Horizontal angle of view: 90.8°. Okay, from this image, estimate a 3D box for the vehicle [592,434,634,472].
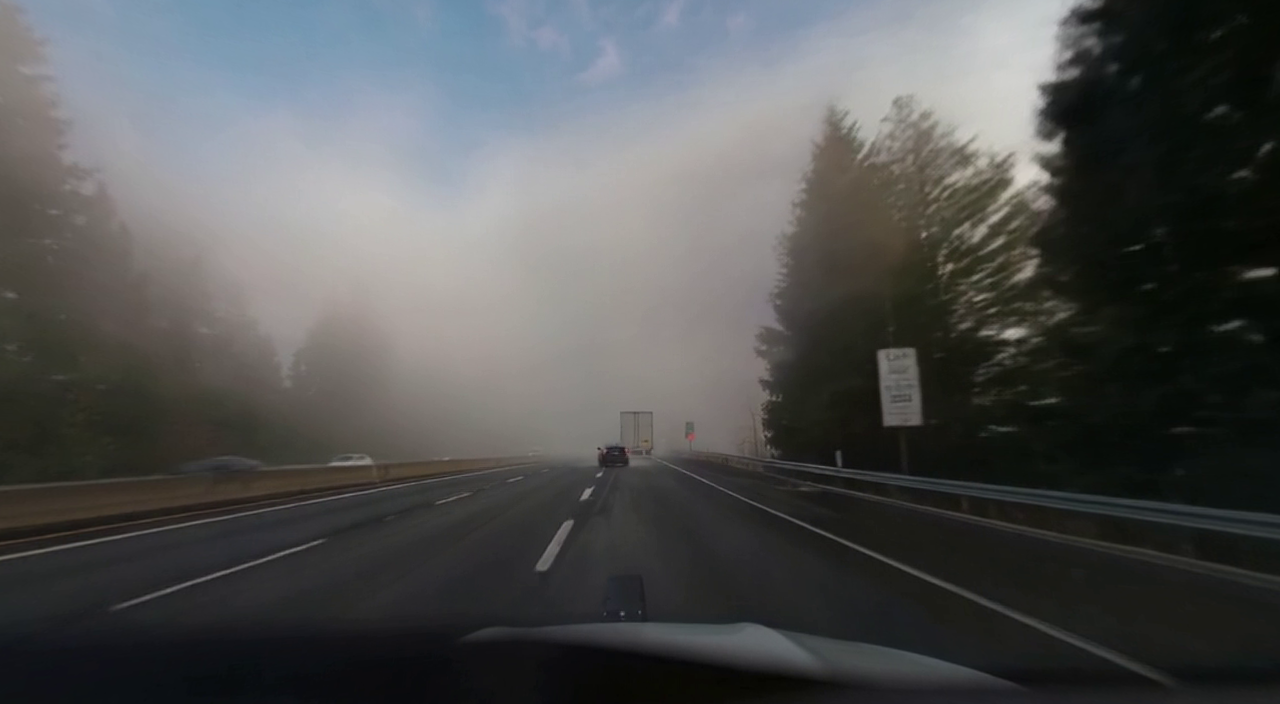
[{"bbox_3d":[-1.553,5.584,35.048,2.139,1.925,4.312,0,-9,-5],"label":"vehicle"}]

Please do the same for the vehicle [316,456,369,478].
[{"bbox_3d":[-21.097,8.125,44.913,1.792,1.424,4.233,0,-9,-2],"label":"vehicle"}]

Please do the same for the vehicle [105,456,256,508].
[{"bbox_3d":[-13.903,3.922,19.408,1.849,1.349,3.837,0,-9,-2],"label":"vehicle"}]
